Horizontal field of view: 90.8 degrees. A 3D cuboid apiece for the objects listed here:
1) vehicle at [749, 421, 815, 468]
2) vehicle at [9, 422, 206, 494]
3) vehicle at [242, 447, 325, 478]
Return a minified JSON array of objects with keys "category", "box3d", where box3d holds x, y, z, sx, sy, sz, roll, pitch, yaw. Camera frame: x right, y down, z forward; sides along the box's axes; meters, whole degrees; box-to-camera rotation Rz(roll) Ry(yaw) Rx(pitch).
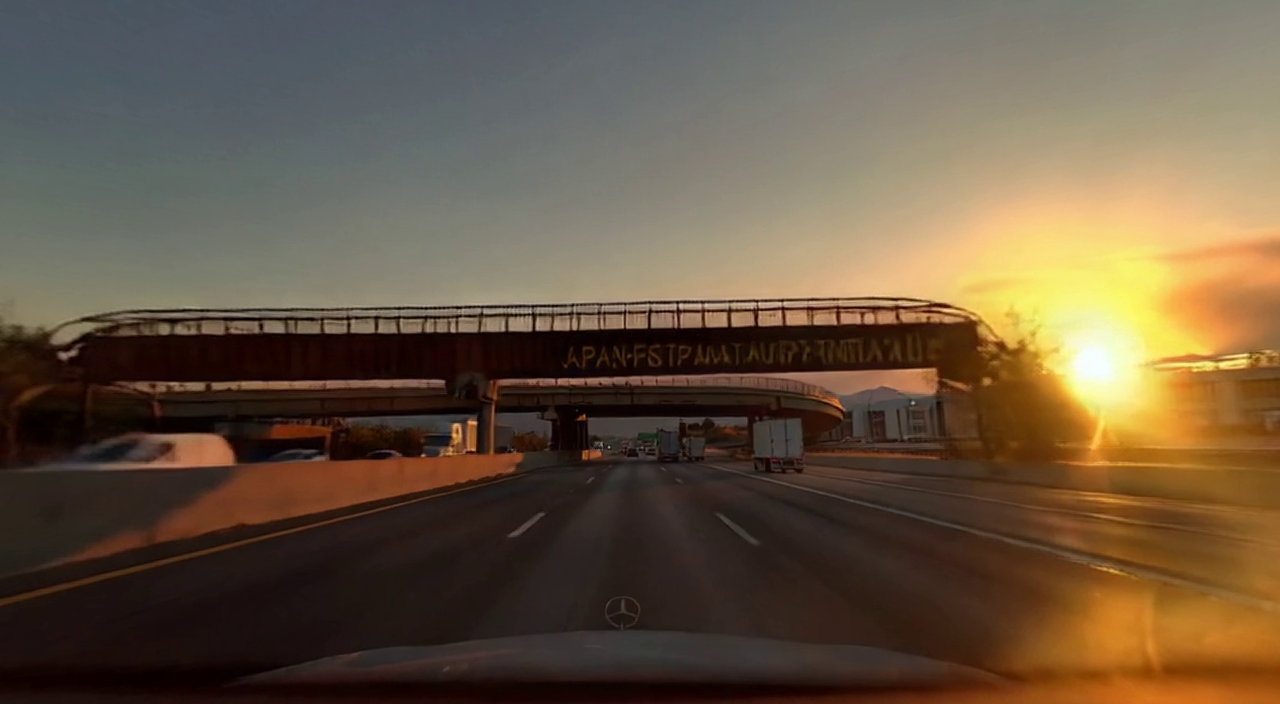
[{"category":"vehicle","box3d":[10.785,7.192,48.986,2.912,3.293,9.588,0,-9,0]},{"category":"vehicle","box3d":[-13.767,2.775,16.678,1.807,1.667,3.770,0,-9,1]},{"category":"vehicle","box3d":[-17.675,5.456,31.542,1.853,1.432,3.924,0,-9,-1]}]
